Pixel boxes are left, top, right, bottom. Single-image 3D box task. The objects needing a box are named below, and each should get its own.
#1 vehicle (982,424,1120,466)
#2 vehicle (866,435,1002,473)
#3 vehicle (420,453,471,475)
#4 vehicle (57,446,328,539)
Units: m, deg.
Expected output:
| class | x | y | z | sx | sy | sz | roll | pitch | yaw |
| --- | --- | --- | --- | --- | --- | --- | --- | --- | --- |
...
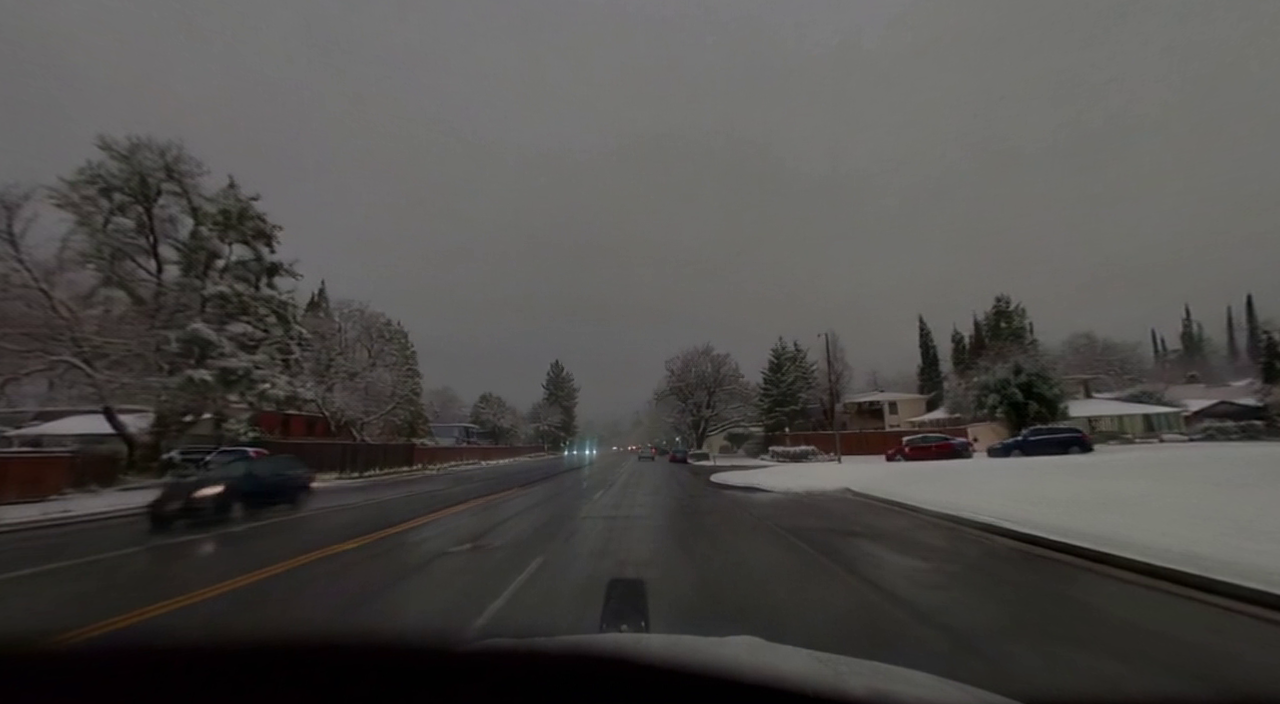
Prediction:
| class | x | y | z | sx | sy | sz | roll | pitch | yaw |
| --- | --- | --- | --- | --- | --- | --- | --- | --- | --- |
| vehicle | 18.910 | 4.318 | 29.146 | 4.821 | 1.832 | 2.196 | 1 | -9 | -1 |
| vehicle | 13.429 | 4.679 | 29.063 | 5.177 | 1.468 | 2.090 | -3 | -7 | 3 |
| vehicle | -14.049 | 8.100 | 45.677 | 2.557 | 1.485 | 2.907 | -2 | -9 | 5 |
| vehicle | -8.670 | 2.710 | 12.966 | 1.961 | 1.518 | 4.846 | 0 | -9 | 1 |
